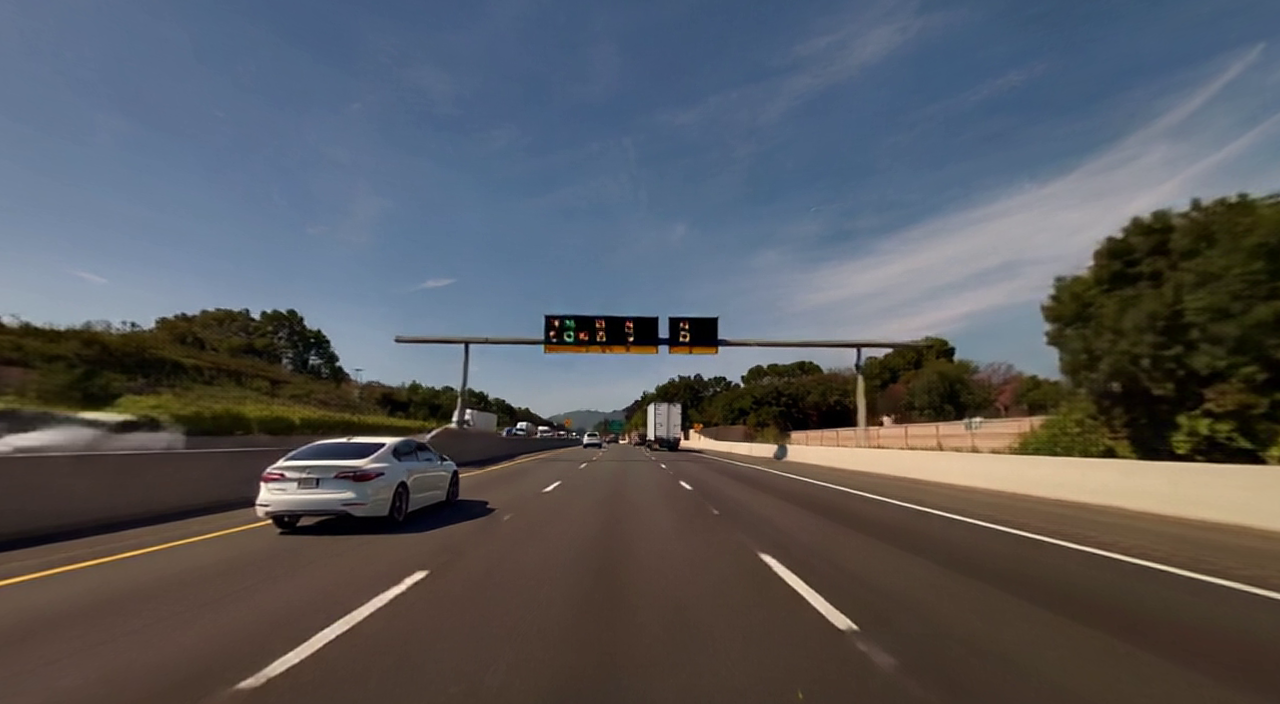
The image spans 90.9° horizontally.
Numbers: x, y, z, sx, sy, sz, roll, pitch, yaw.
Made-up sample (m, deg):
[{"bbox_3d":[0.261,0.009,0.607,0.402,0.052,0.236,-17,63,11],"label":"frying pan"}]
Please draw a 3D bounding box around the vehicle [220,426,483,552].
[{"bbox_3d":[-3.916,1.886,9.584,1.971,1.444,4.401,0,-8,-1],"label":"vehicle"}]

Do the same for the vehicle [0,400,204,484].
[{"bbox_3d":[-11.923,1.878,13.314,2.086,1.449,4.745,0,-8,-1],"label":"vehicle"}]
